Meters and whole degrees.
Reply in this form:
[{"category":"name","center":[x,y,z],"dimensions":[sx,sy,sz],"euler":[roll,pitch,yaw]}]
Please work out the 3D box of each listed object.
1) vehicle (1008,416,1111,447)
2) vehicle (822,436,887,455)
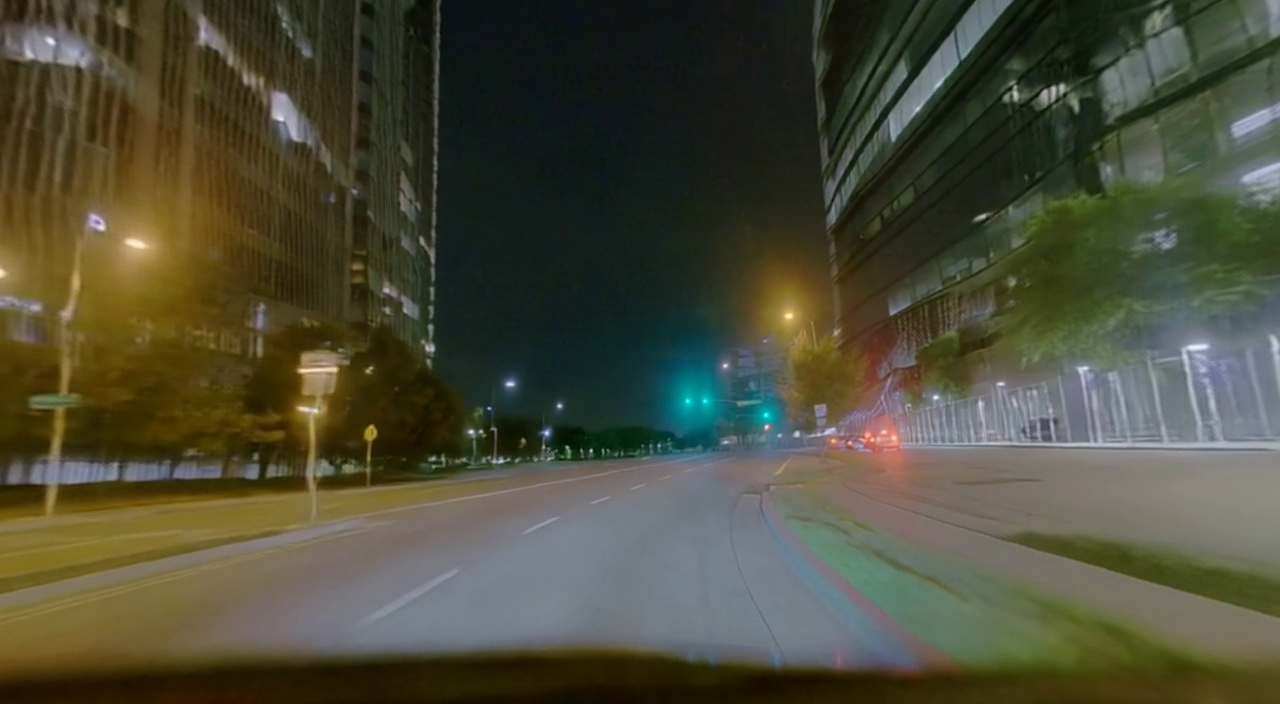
[{"category":"vehicle","center":[25.775,4.947,38.914],"dimensions":[4.871,1.757,2.014],"euler":[-9,-12,44]},{"category":"vehicle","center":[15.980,6.949,47.047],"dimensions":[4.218,1.385,1.830],"euler":[2,-9,-16]}]
